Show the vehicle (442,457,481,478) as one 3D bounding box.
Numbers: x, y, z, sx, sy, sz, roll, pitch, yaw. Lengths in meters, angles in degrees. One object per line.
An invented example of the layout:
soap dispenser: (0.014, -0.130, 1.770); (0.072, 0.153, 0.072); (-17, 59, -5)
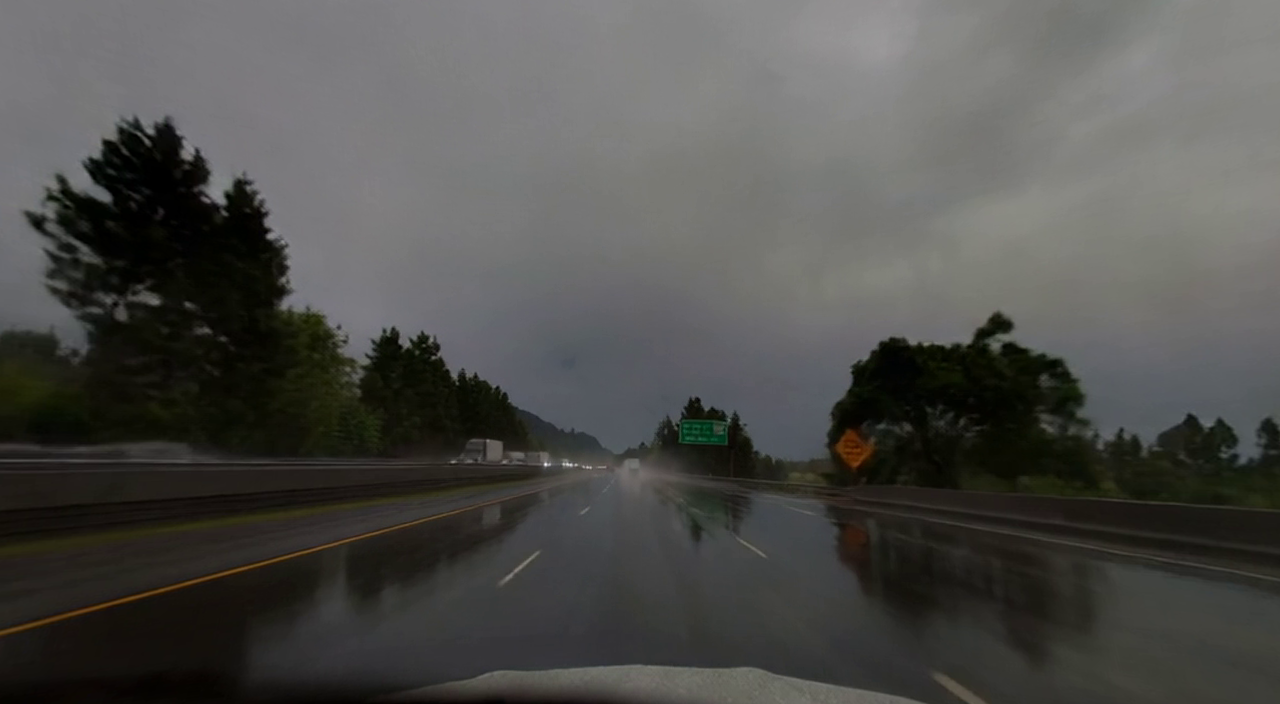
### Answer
vehicle: (-12.738, 8.298, 45.250); (1.760, 1.422, 3.593); (1, -10, -1)
